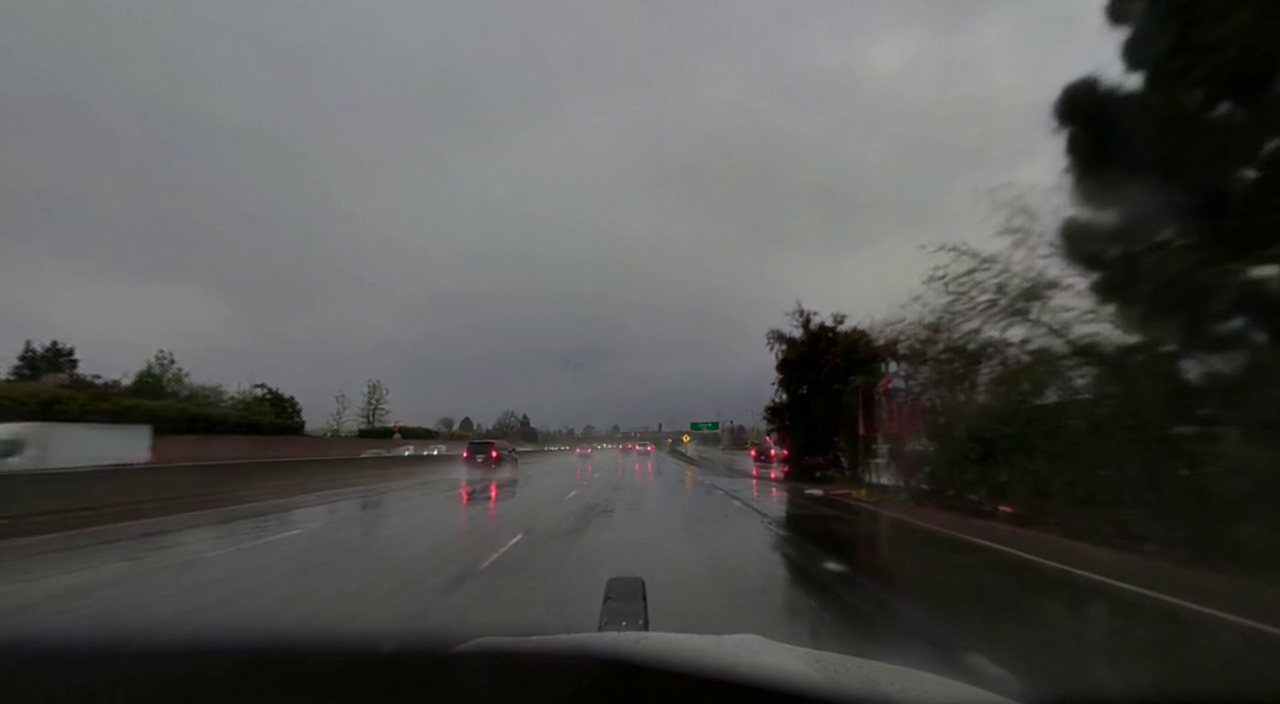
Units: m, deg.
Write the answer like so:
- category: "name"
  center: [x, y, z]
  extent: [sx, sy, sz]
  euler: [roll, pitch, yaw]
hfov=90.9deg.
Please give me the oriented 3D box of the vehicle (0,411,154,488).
- category: "vehicle"
  center: [-32.213, 5.346, 34.651]
  extent: [2.906, 3.623, 9.852]
  euler: [0, -9, 1]

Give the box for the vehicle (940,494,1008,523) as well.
- category: "vehicle"
  center: [22.246, 10.424, 42.193]
  extent: [1.790, 1.475, 4.520]
  euler: [1, -9, -4]

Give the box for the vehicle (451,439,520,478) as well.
- category: "vehicle"
  center: [-7.187, 4.980, 29.769]
  extent: [2.088, 1.678, 4.426]
  euler: [0, -9, 0]
